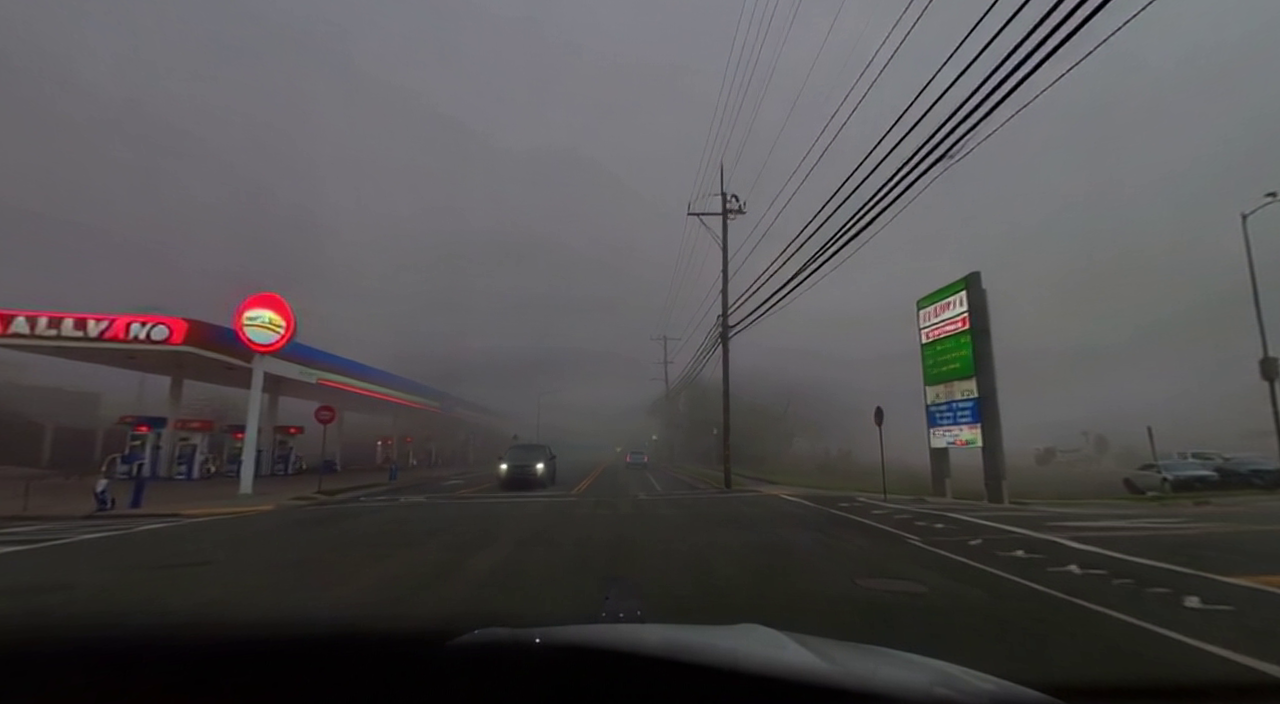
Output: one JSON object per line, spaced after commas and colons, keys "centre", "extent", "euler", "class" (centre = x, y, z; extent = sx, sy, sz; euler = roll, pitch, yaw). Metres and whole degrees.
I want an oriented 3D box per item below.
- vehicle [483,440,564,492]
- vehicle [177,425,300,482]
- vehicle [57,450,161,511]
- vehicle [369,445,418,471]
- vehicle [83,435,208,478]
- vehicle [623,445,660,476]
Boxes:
{"centre": [-4.506, 4.483, 25.262], "extent": [2.274, 1.844, 4.843], "euler": [0, -9, 0], "class": "vehicle"}
{"centre": [-17.728, 4.514, 28.236], "extent": [2.499, 2.309, 4.613], "euler": [0, -9, -2], "class": "vehicle"}
{"centre": [-15.635, 3.634, 18.497], "extent": [1.928, 1.487, 5.116], "euler": [8, -12, -42], "class": "vehicle"}
{"centre": [-17.608, 7.571, 45.386], "extent": [1.890, 1.761, 4.578], "euler": [1, -9, -4], "class": "vehicle"}
{"centre": [-20.097, 4.336, 25.964], "extent": [1.913, 1.591, 4.374], "euler": [2, -10, -6], "class": "vehicle"}
{"centre": [0.022, 6.224, 36.473], "extent": [2.000, 1.663, 4.271], "euler": [0, -9, -2], "class": "vehicle"}
